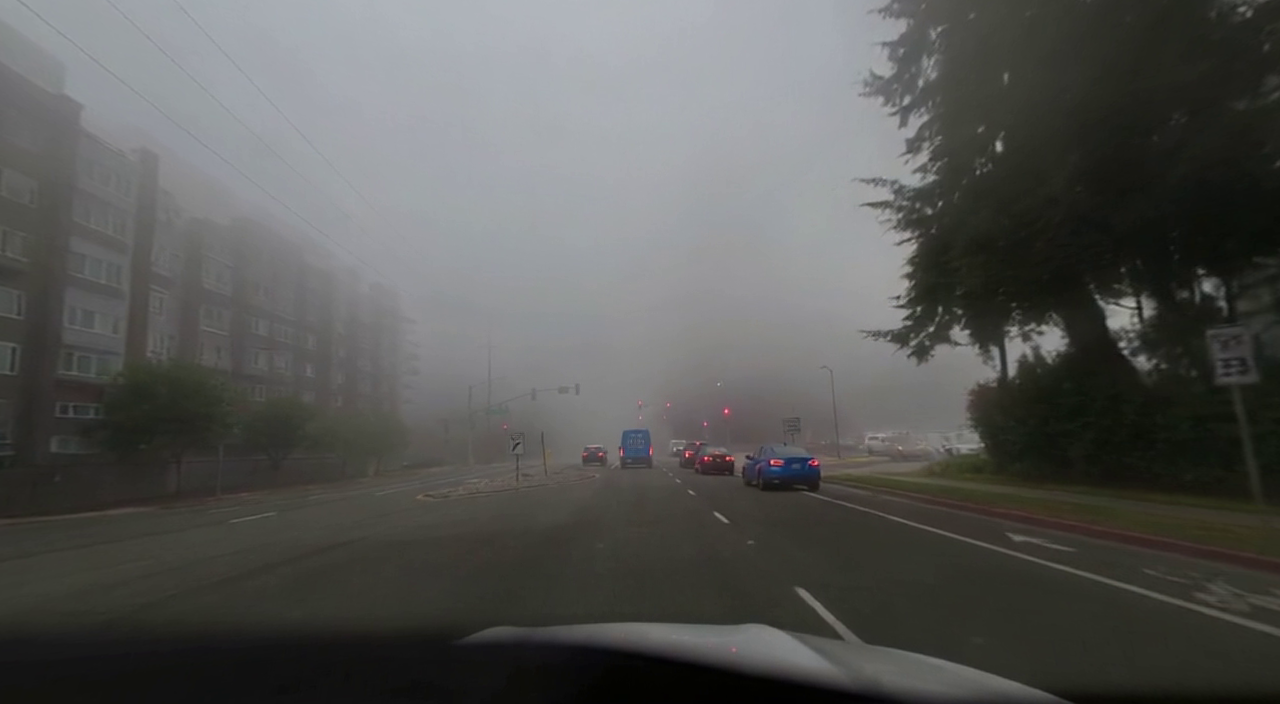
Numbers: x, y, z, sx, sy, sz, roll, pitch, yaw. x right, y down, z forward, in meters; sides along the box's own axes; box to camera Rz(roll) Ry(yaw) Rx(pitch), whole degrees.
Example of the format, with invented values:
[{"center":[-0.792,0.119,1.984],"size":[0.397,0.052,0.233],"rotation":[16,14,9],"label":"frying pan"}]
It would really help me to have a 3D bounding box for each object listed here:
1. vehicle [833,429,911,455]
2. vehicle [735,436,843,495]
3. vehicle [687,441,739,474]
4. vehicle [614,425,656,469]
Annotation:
[{"center":[16.668,6.511,45.405],"size":[4.842,1.792,1.963],"rotation":[0,-9,0],"label":"vehicle"},{"center":[4.192,3.289,18.628],"size":[1.967,1.506,4.968],"rotation":[0,-9,0],"label":"vehicle"},{"center":[3.497,5.132,30.889],"size":[1.951,1.483,4.582],"rotation":[0,-9,-1],"label":"vehicle"},{"center":[-0.308,5.908,39.189],"size":[2.422,2.488,4.992],"rotation":[0,-9,0],"label":"vehicle"}]
